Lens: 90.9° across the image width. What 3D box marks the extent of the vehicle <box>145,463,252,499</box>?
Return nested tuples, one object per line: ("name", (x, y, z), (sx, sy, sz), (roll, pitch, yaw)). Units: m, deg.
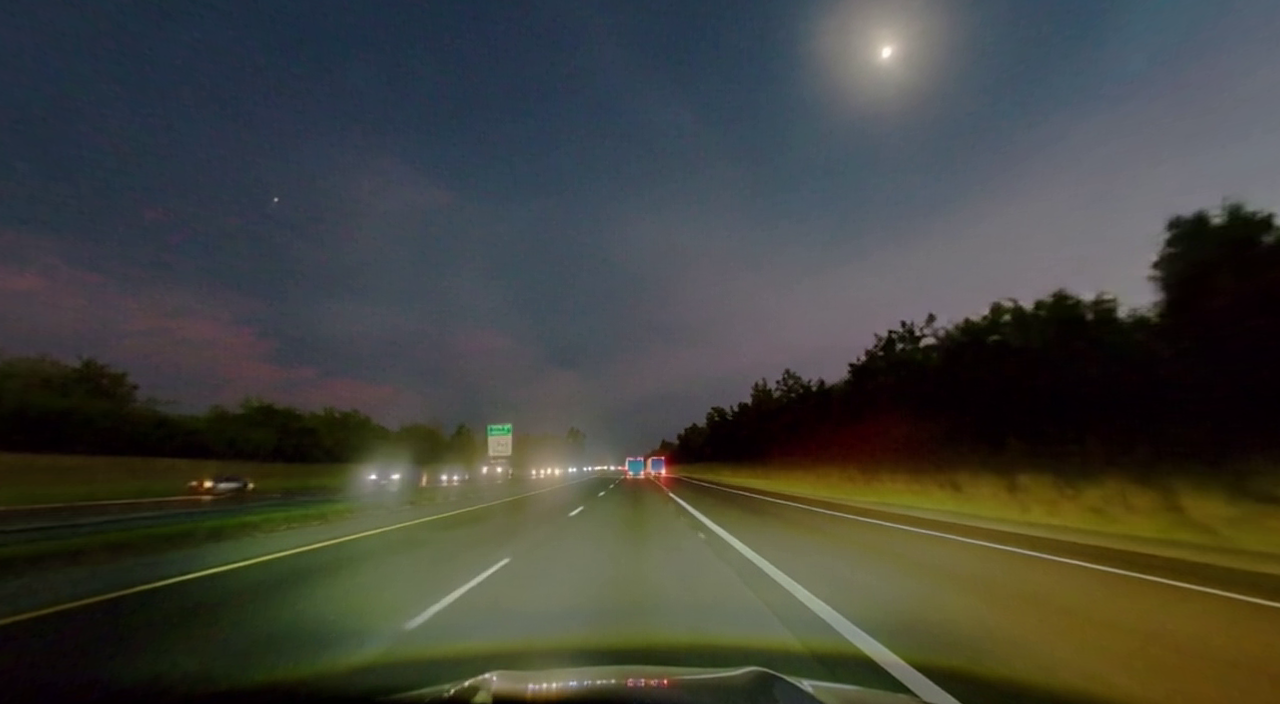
("vehicle", (-20.396, 5.960, 29.359), (1.912, 1.481, 4.203), (1, -10, 0))
